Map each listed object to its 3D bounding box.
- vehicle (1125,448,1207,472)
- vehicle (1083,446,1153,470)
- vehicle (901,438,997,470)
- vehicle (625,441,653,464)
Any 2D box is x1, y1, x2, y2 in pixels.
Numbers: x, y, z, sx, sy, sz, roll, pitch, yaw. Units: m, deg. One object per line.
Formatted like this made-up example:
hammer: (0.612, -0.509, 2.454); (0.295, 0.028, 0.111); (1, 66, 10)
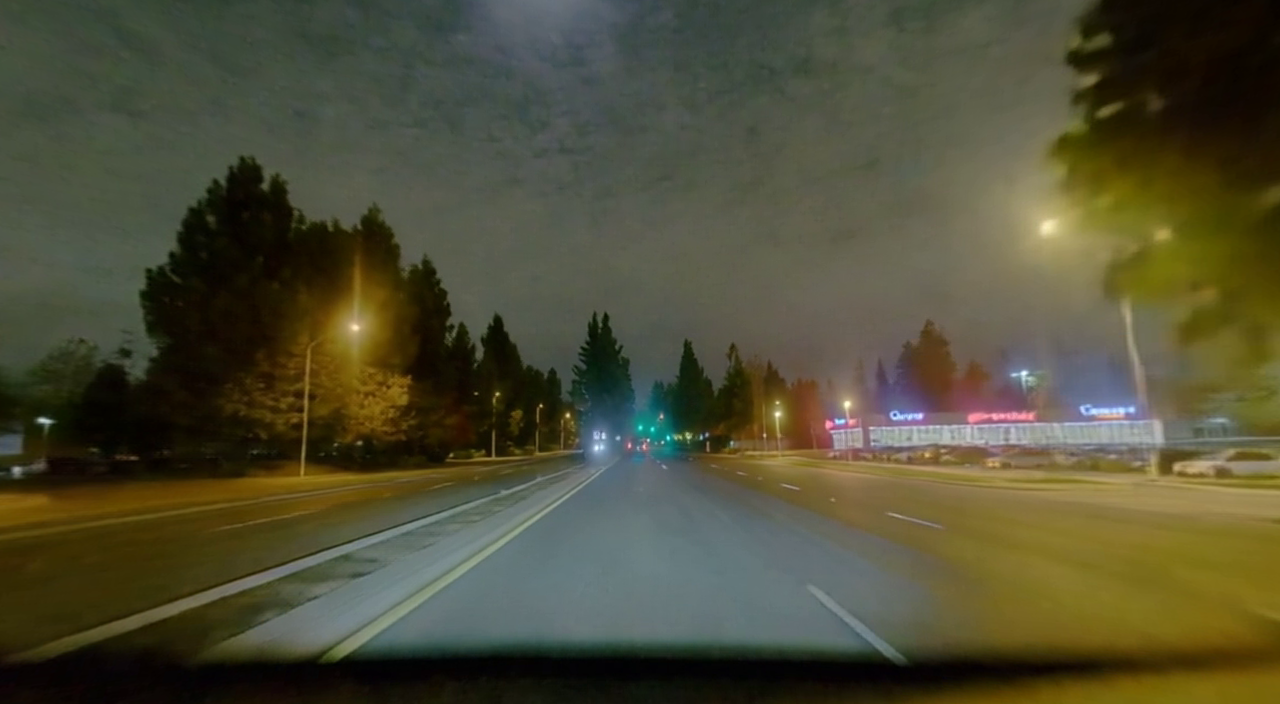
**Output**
vehicle: (34.565, 7.104, 41.669); (1.801, 1.425, 4.094); (0, -8, -2)
vehicle: (31.774, 7.022, 42.123); (1.739, 1.471, 3.811); (0, -8, 1)
vehicle: (18.946, 6.248, 38.885); (4.739, 1.916, 2.136); (0, -8, 1)
vehicle: (-0.087, 7.747, 48.872); (2.095, 1.647, 4.205); (0, -8, -1)
